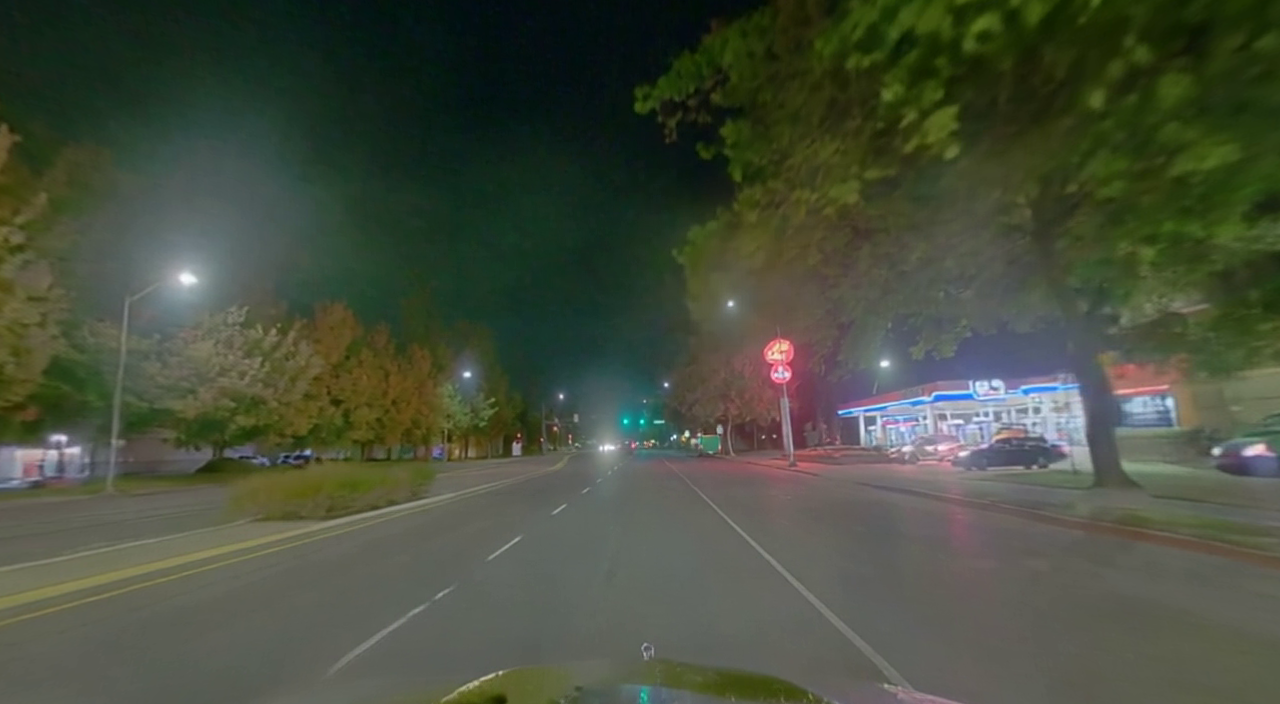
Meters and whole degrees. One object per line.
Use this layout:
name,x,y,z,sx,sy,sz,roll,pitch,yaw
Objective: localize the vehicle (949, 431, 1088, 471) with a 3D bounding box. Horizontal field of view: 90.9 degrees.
vehicle,15.201,3.964,25.403,4.510,1.517,2.035,1,-8,-12
